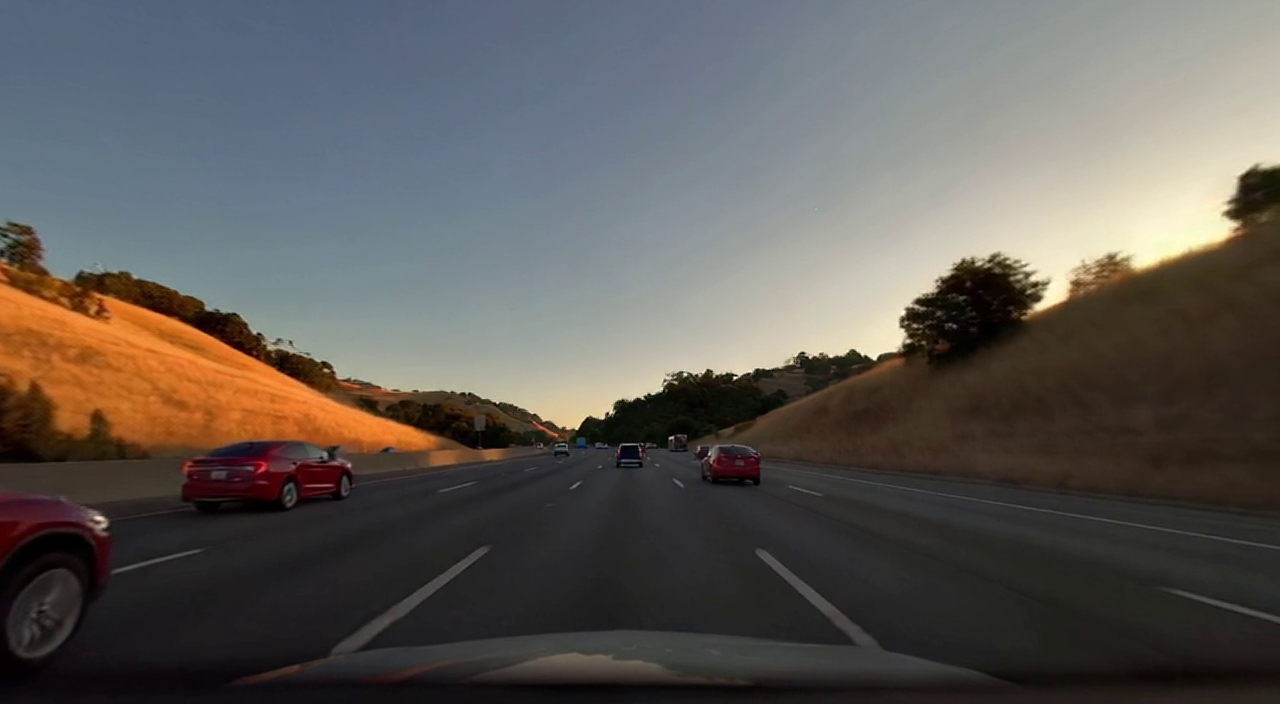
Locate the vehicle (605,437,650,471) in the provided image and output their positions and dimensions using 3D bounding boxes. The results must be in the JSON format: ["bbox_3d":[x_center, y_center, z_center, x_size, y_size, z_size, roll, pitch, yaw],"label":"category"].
[{"bbox_3d":[-0.667,5.477,34.066,2.277,1.675,4.023,0,-8,-1],"label":"vehicle"}]

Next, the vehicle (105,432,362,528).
[{"bbox_3d":[-7.572,2.408,12.552,1.922,1.508,4.816,0,-8,0],"label":"vehicle"}]

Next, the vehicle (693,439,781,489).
[{"bbox_3d":[3.157,3.773,21.645,2.120,1.492,4.734,0,-8,-1],"label":"vehicle"}]

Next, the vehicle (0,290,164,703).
[{"bbox_3d":[-3.792,0.426,0.513,2.379,1.948,5.668,0,-8,0],"label":"vehicle"}]
